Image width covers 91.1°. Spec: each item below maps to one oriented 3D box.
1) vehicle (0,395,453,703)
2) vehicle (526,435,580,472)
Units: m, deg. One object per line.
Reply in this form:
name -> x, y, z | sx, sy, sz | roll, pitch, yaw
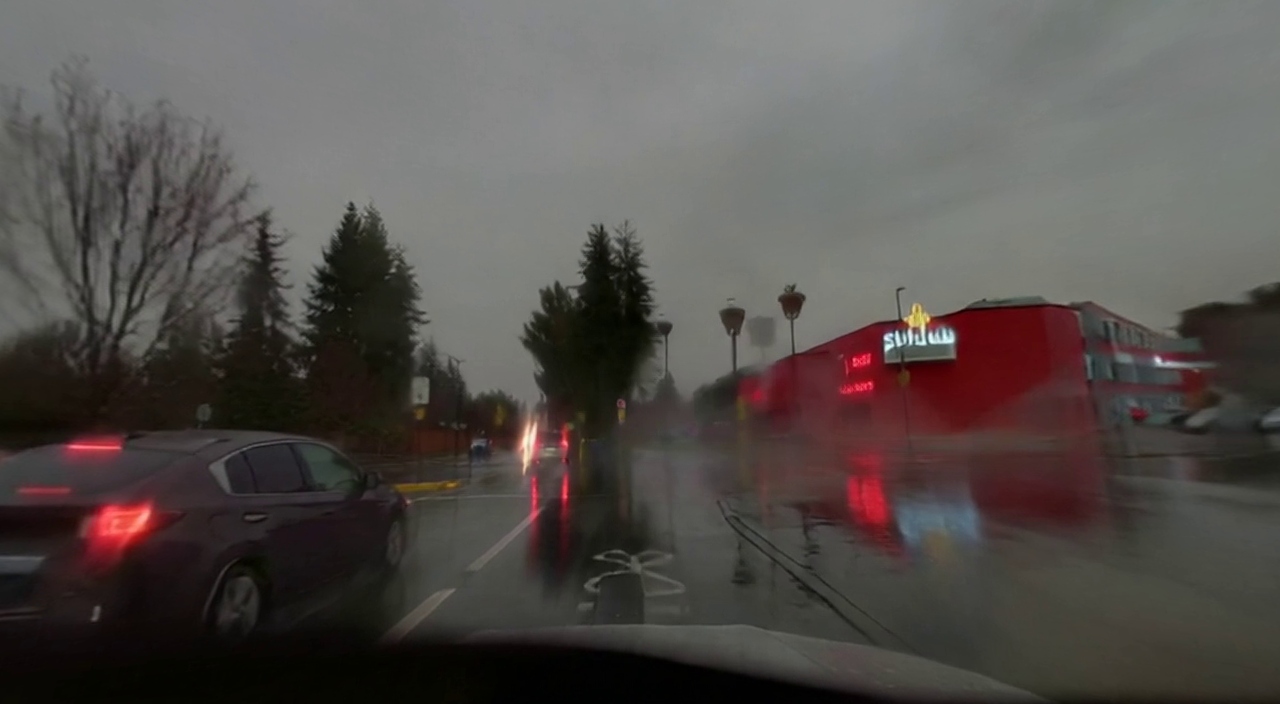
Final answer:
vehicle -> -3.013, 1.202, 4.649 | 1.853, 1.478, 4.381 | 0, -8, 1
vehicle -> -3.640, 4.295, 26.969 | 1.962, 1.424, 4.289 | 0, -8, -3
